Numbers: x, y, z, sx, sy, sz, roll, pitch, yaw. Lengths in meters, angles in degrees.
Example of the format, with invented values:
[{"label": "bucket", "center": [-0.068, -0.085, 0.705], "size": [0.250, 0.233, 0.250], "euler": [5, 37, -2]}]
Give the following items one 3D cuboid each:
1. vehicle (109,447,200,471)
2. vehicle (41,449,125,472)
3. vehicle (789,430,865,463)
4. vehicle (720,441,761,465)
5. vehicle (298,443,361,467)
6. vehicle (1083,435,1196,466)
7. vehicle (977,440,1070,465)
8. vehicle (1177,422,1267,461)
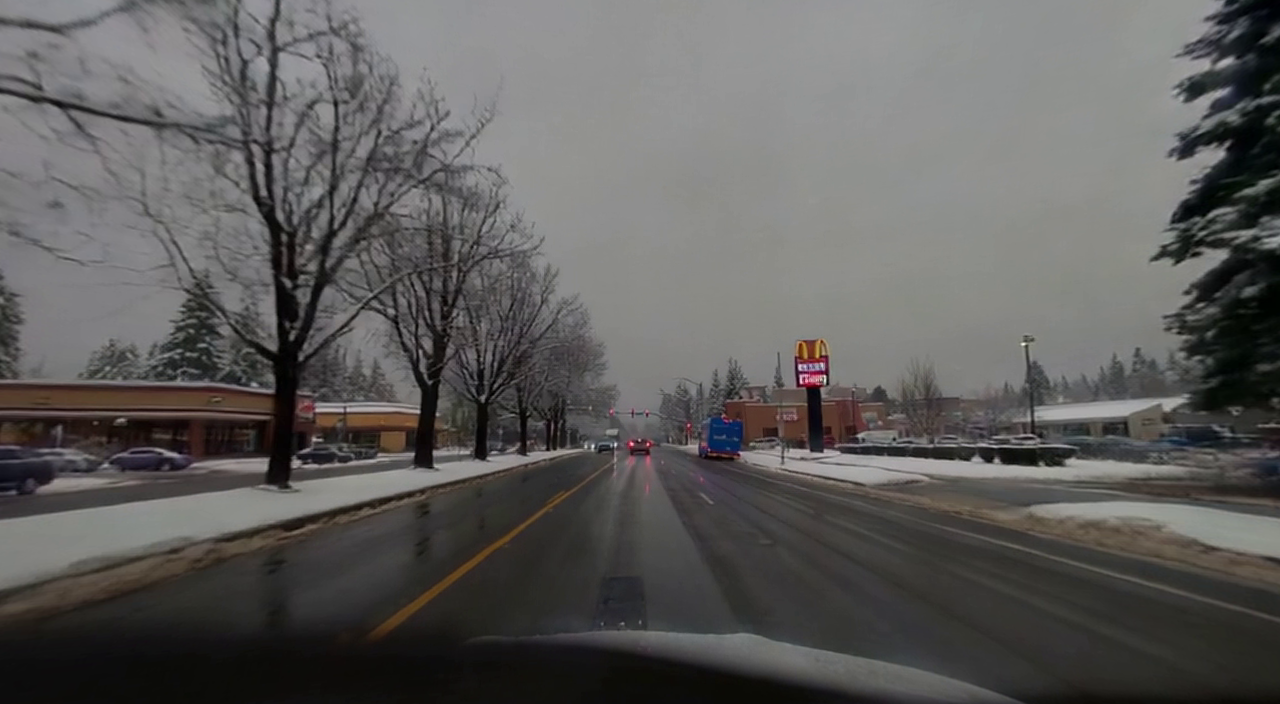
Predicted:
[{"label": "vehicle", "center": [-31.304, 6.895, 40.702], "size": [4.566, 1.484, 2.051], "euler": [-2, -9, 12]}, {"label": "vehicle", "center": [-36.578, 7.127, 41.425], "size": [4.232, 1.477, 1.772], "euler": [-2, -9, 11]}, {"label": "vehicle", "center": [13.656, 6.844, 45.896], "size": [5.354, 2.214, 2.504], "euler": [6, -11, -38]}, {"label": "vehicle", "center": [6.680, 6.742, 42.283], "size": [1.980, 1.473, 4.537], "euler": [0, -8, 0]}, {"label": "vehicle", "center": [-22.871, 7.603, 46.662], "size": [1.936, 1.654, 4.857], "euler": [-1, -8, 4]}, {"label": "vehicle", "center": [28.740, 5.698, 36.479], "size": [4.589, 1.524, 1.999], "euler": [-6, -7, 21]}, {"label": "vehicle", "center": [23.965, 6.281, 39.482], "size": [4.744, 1.481, 1.855], "euler": [-6, -10, 34]}, {"label": "vehicle", "center": [40.204, 6.173, 43.509], "size": [6.741, 2.278, 2.778], "euler": [2, -9, -34]}]
